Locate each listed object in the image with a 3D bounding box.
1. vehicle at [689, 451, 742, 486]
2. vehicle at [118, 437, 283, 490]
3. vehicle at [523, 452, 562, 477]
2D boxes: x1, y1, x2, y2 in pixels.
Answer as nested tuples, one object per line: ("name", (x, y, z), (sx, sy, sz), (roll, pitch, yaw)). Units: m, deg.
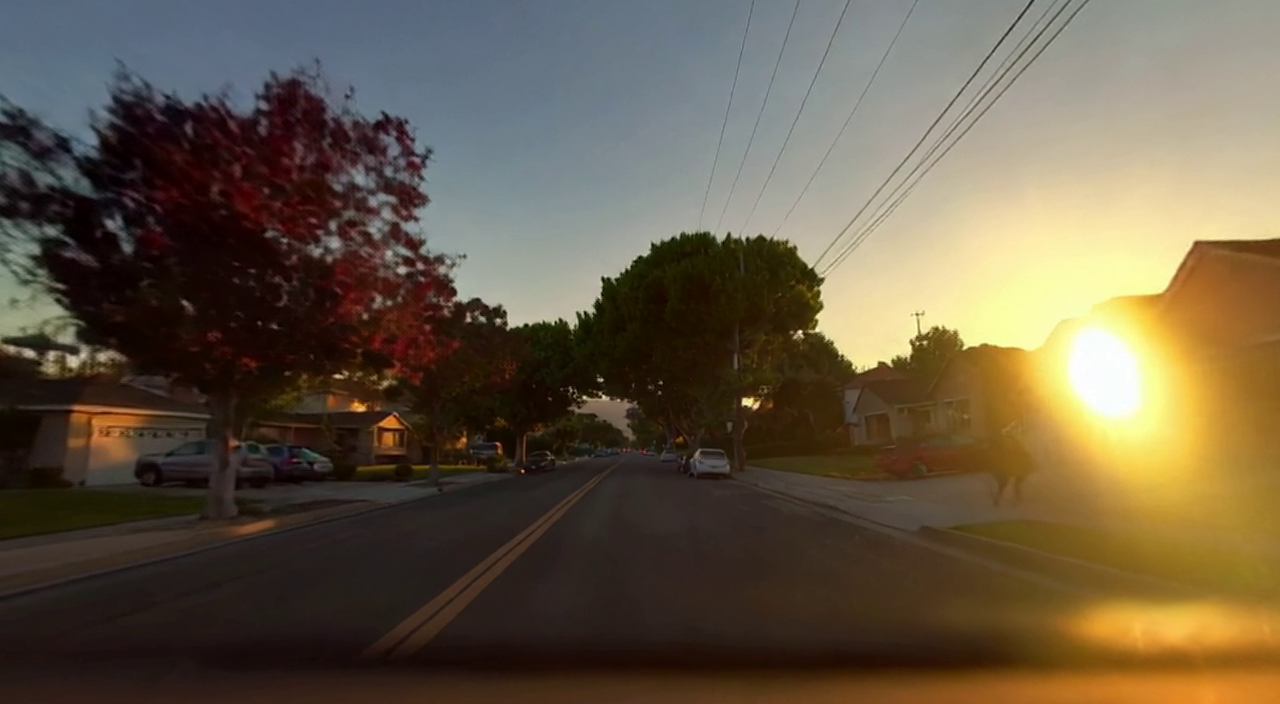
("vehicle", (3.615, 5.660, 30.921), (1.917, 1.569, 4.460), (0, -9, -1))
("vehicle", (-15.499, 3.956, 22.382), (4.320, 1.767, 1.951), (0, -9, 0))
("vehicle", (-6.651, 7.660, 43.184), (1.985, 1.497, 4.655), (-2, -9, -1))
